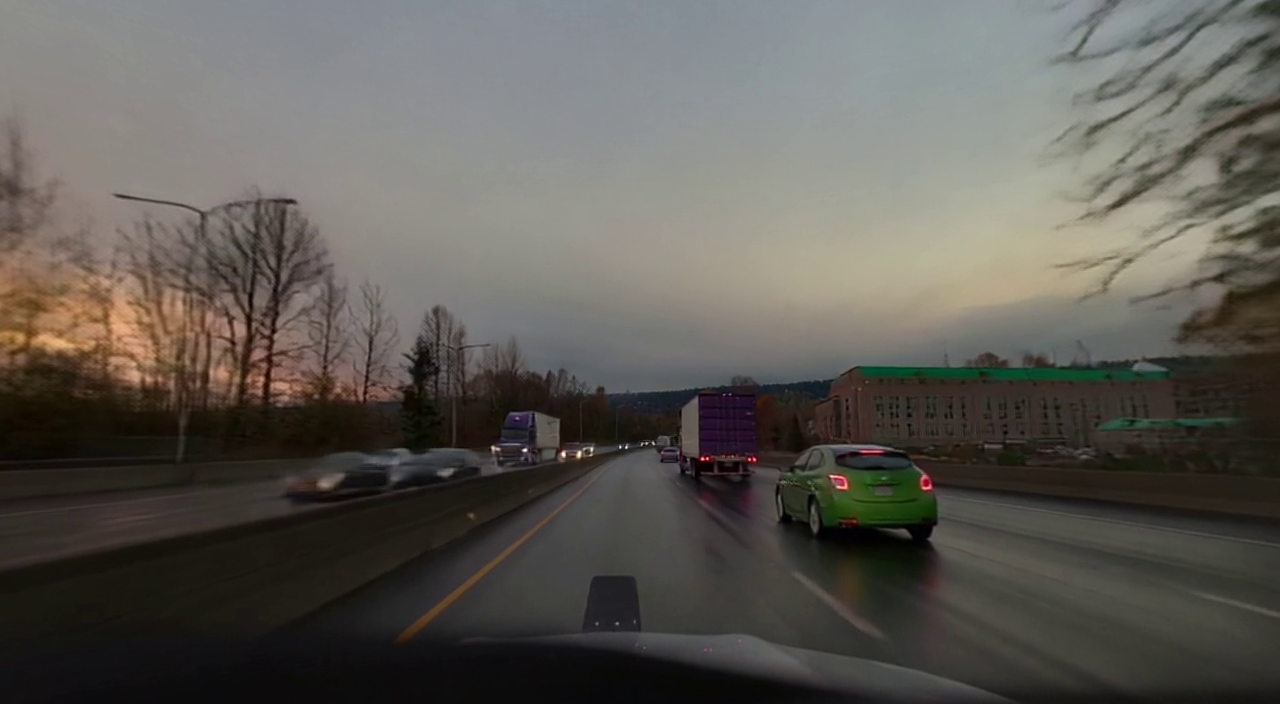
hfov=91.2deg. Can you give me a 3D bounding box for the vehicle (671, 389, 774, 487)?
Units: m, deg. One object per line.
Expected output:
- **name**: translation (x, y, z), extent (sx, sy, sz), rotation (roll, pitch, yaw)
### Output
- **vehicle**: translation (3.355, 4.241, 30.235), extent (2.916, 3.563, 14.462), rotation (0, -9, 0)

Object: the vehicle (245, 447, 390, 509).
- **vehicle**: translation (-9.026, 3.526, 18.041), extent (1.903, 1.521, 4.161), rotation (-1, -9, 1)

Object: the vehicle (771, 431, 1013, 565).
- **vehicle**: translation (3.404, 2.032, 9.420), extent (1.971, 1.558, 3.834), rotation (0, -9, -1)

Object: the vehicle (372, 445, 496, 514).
- **vehicle**: translation (-5.113, 3.182, 16.126), extent (1.817, 1.539, 3.879), rotation (-1, -9, 1)

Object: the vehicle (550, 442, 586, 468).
- **vehicle**: translation (-5.335, 7.691, 46.955), extent (2.038, 1.801, 4.594), rotation (-1, -9, 1)
